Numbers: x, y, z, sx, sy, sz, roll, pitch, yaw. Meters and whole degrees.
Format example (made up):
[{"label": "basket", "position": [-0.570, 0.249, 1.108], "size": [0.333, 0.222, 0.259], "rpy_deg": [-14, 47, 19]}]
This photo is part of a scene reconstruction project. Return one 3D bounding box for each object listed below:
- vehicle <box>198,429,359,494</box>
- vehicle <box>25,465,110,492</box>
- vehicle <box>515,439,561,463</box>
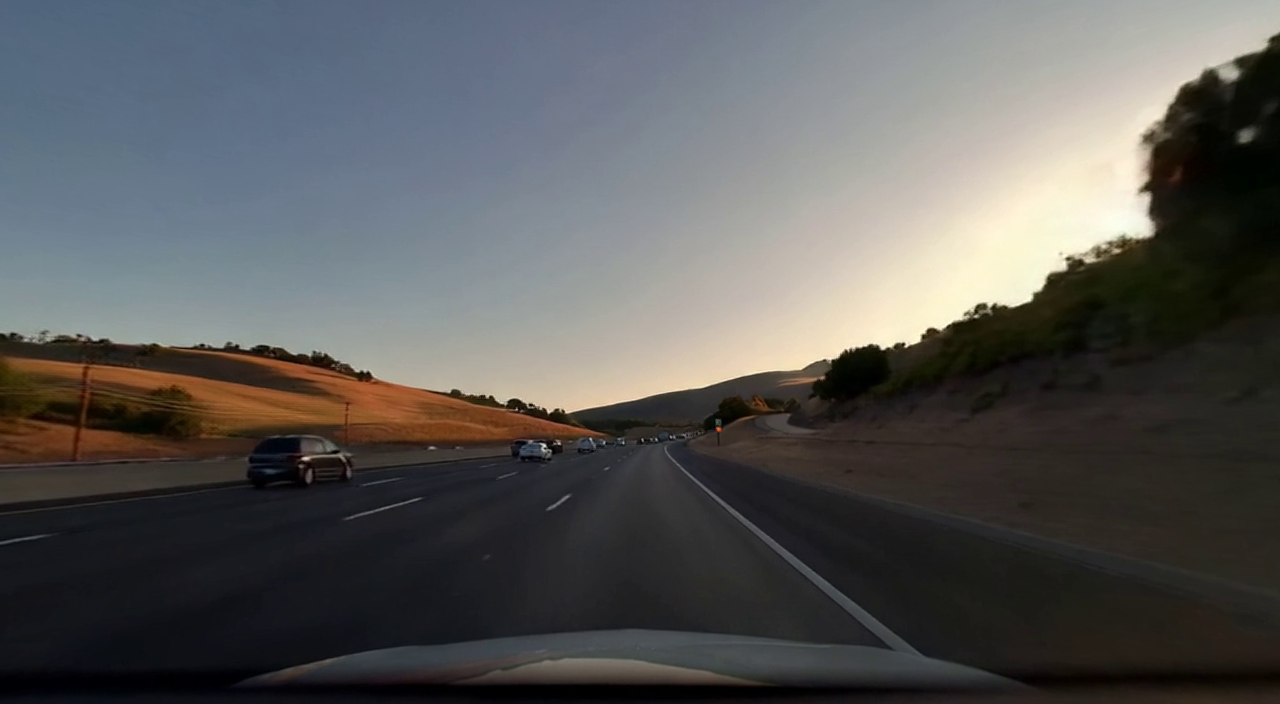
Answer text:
[{"label": "vehicle", "position": [-10.640, 3.240, 19.048], "size": [2.122, 1.695, 4.437], "rpy_deg": [0, -8, 1]}, {"label": "vehicle", "position": [-36.424, 8.031, 40.264], "size": [1.735, 1.454, 3.873], "rpy_deg": [0, -8, 1]}, {"label": "vehicle", "position": [-6.584, 6.427, 41.164], "size": [2.107, 1.484, 4.449], "rpy_deg": [0, -8, 2]}]
